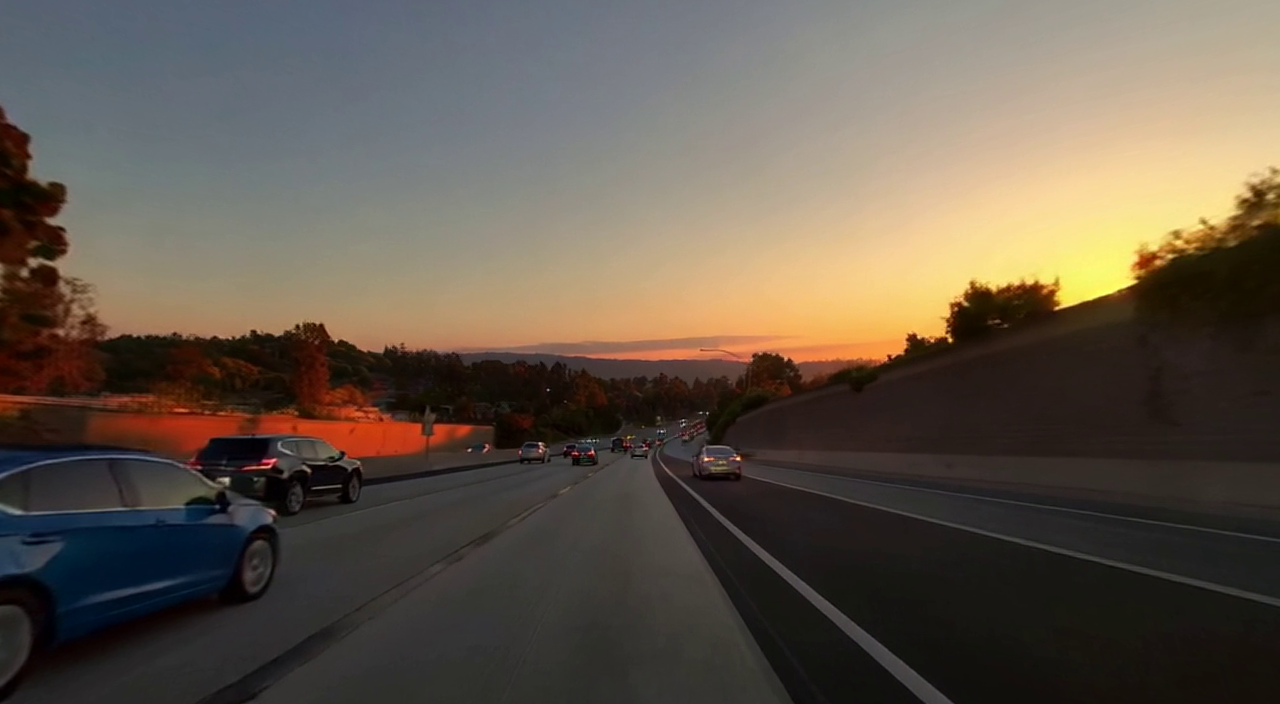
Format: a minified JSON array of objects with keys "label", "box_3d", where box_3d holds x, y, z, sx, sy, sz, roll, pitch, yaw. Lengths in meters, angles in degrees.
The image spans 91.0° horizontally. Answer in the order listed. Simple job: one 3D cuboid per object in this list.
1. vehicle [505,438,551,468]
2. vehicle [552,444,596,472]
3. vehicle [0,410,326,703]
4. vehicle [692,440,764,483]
[{"label":"vehicle","box_3d":[-7.051,6.430,40.099,2.111,1.811,4.391,0,-9,0]},{"label":"vehicle","box_3d":[-3.746,6.065,36.280,2.071,1.478,4.130,0,-9,0]},{"label":"vehicle","box_3d":[-4.049,1.166,3.828,1.988,1.506,4.416,0,-9,0]},{"label":"vehicle","box_3d":[3.337,4.262,24.775,2.141,1.507,4.510,0,-9,-1]}]
